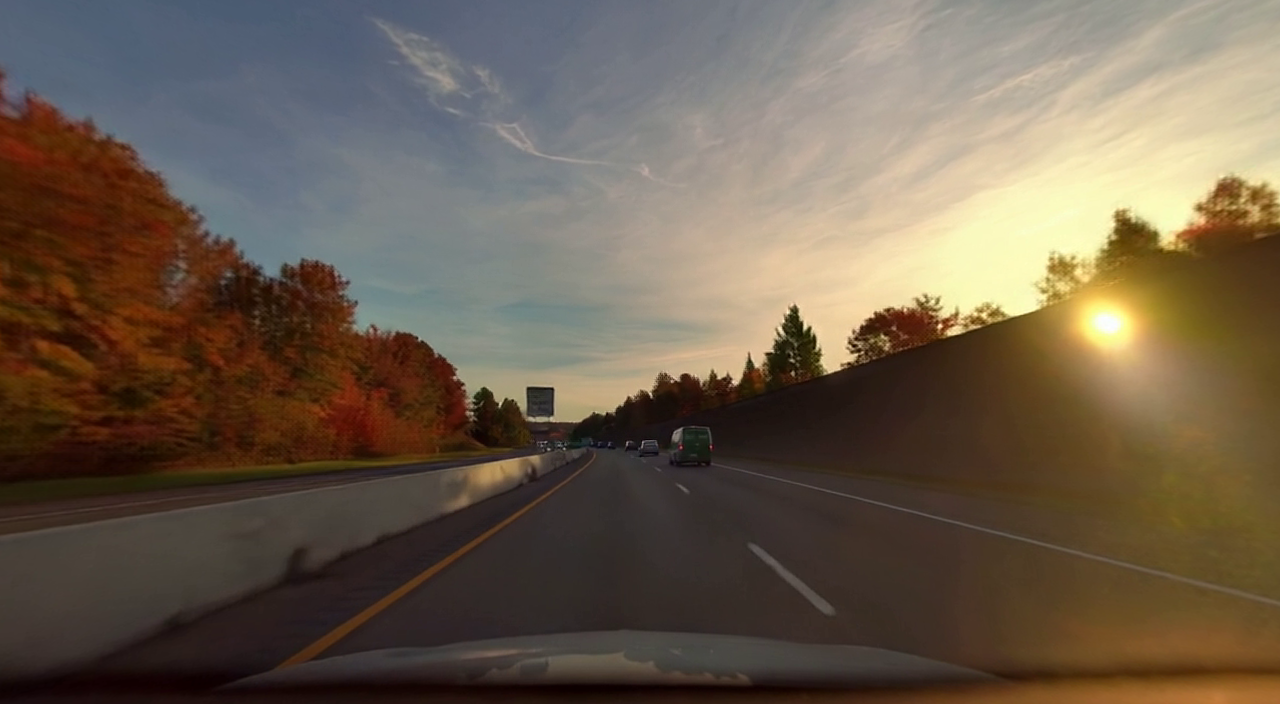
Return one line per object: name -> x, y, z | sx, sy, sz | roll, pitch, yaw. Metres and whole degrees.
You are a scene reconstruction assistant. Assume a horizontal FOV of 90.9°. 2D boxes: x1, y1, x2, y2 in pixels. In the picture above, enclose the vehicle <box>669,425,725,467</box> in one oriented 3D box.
vehicle -> 2.966, 5.083, 34.186 | 2.393, 2.072, 4.958 | 1, -8, -2
